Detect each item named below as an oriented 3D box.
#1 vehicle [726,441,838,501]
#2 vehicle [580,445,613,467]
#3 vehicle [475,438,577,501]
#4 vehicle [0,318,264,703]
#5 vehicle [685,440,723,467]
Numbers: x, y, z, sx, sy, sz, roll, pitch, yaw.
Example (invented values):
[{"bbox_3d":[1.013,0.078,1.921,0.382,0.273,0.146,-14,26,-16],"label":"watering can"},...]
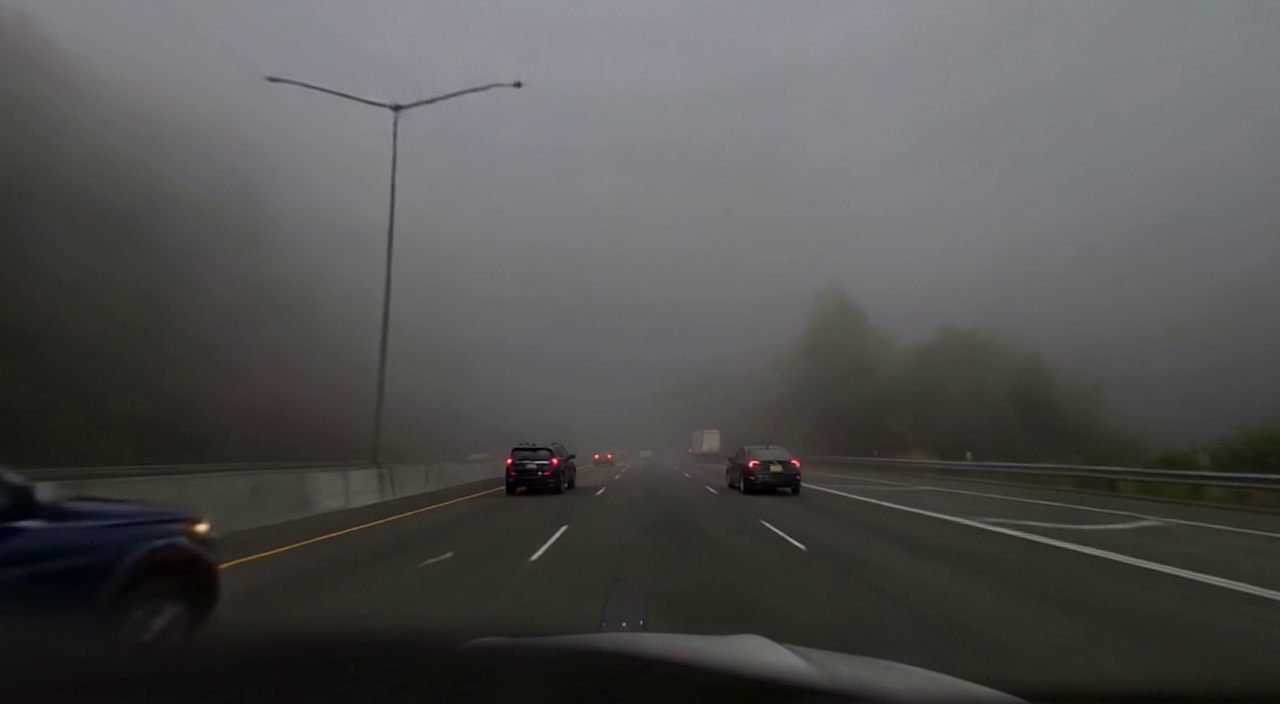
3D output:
[{"bbox_3d":[3.823,3.287,17.971,2.040,1.461,4.822,0,-8,0],"label":"vehicle"},{"bbox_3d":[-3.208,7.714,46.950,2.099,1.494,4.504,0,-8,1],"label":"vehicle"},{"bbox_3d":[-3.195,3.404,18.792,1.974,1.589,5.047,-1,-8,1],"label":"vehicle"},{"bbox_3d":[-3.437,0.650,1.490,2.139,1.764,4.707,0,-8,1],"label":"vehicle"},{"bbox_3d":[4.441,7.164,44.637,2.144,1.752,4.765,0,-8,0],"label":"vehicle"}]
